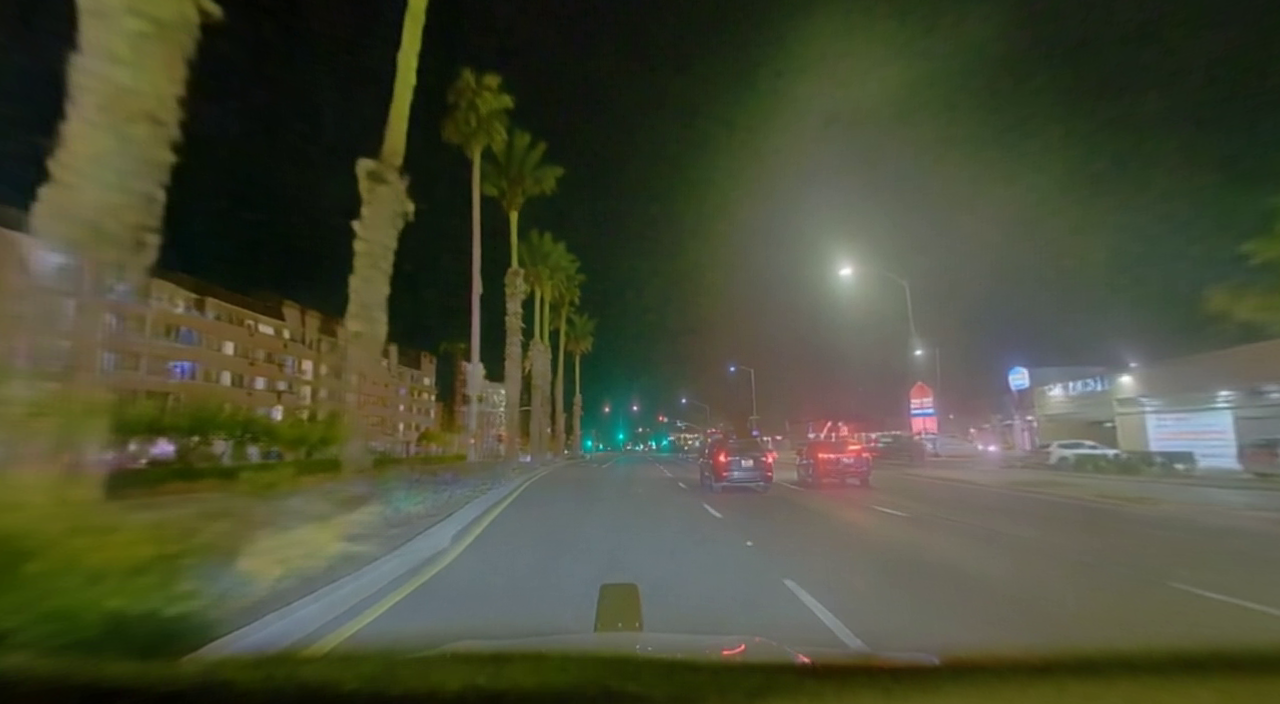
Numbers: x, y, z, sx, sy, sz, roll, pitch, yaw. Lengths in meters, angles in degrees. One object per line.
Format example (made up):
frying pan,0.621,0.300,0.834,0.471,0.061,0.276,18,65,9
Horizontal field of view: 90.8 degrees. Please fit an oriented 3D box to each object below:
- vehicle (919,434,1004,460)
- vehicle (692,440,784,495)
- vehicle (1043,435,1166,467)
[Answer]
vehicle,22.282,6.597,43.941,4.781,1.600,1.986,-3,-8,1
vehicle,2.798,3.395,19.023,1.964,1.448,4.295,0,-8,-2
vehicle,22.176,4.740,30.270,4.472,1.451,1.842,0,-8,-1
